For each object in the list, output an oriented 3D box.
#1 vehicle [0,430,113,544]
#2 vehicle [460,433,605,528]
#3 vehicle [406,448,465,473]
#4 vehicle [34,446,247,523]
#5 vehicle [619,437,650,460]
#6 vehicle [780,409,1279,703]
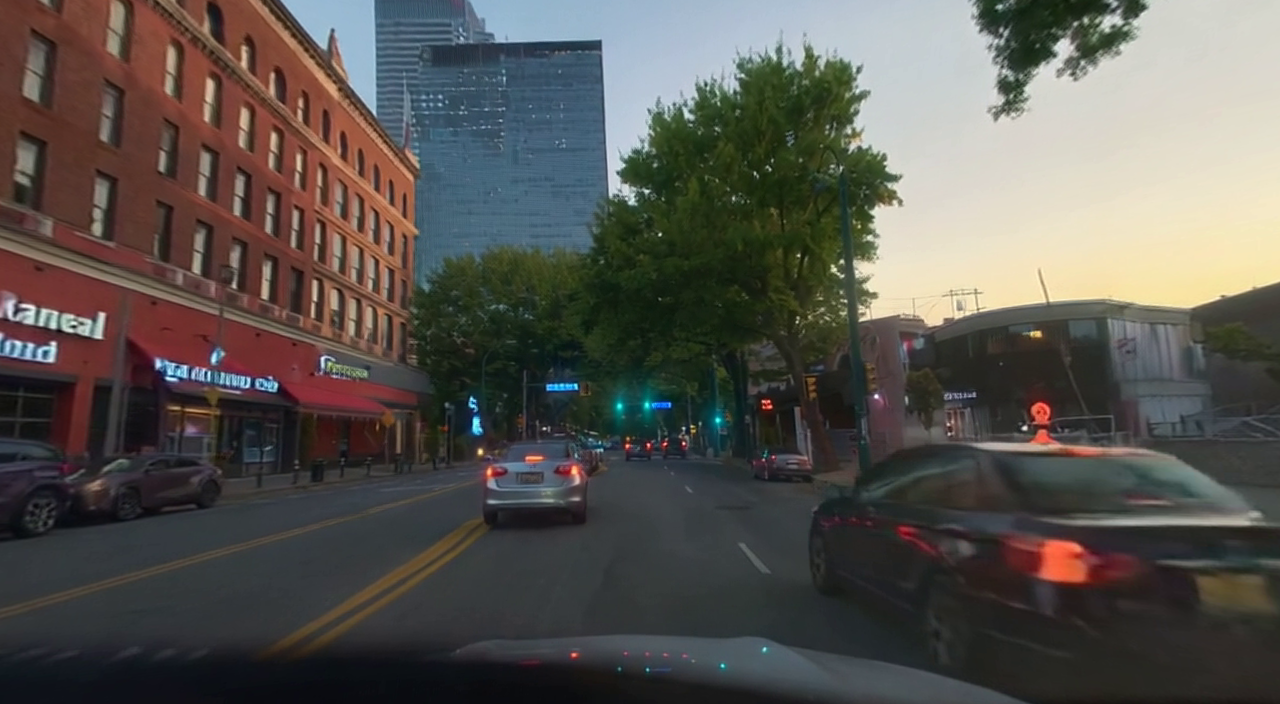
[{"bbox_3d":[-12.755,2.335,10.702,2.384,2.044,6.030,0,-8,0],"label":"vehicle"},{"bbox_3d":[-1.915,2.304,11.961,2.169,1.427,4.531,1,-9,-7],"label":"vehicle"},{"bbox_3d":[-12.896,6.834,40.032,2.075,1.472,4.638,0,-8,1],"label":"vehicle"},{"bbox_3d":[-12.823,3.373,16.685,2.000,1.708,4.494,0,-8,-1],"label":"vehicle"},{"bbox_3d":[-0.406,6.812,44.357,2.102,1.521,4.078,0,-8,-1],"label":"vehicle"},{"bbox_3d":[2.598,1.266,4.450,2.150,1.464,4.467,0,-8,-1],"label":"vehicle"}]
